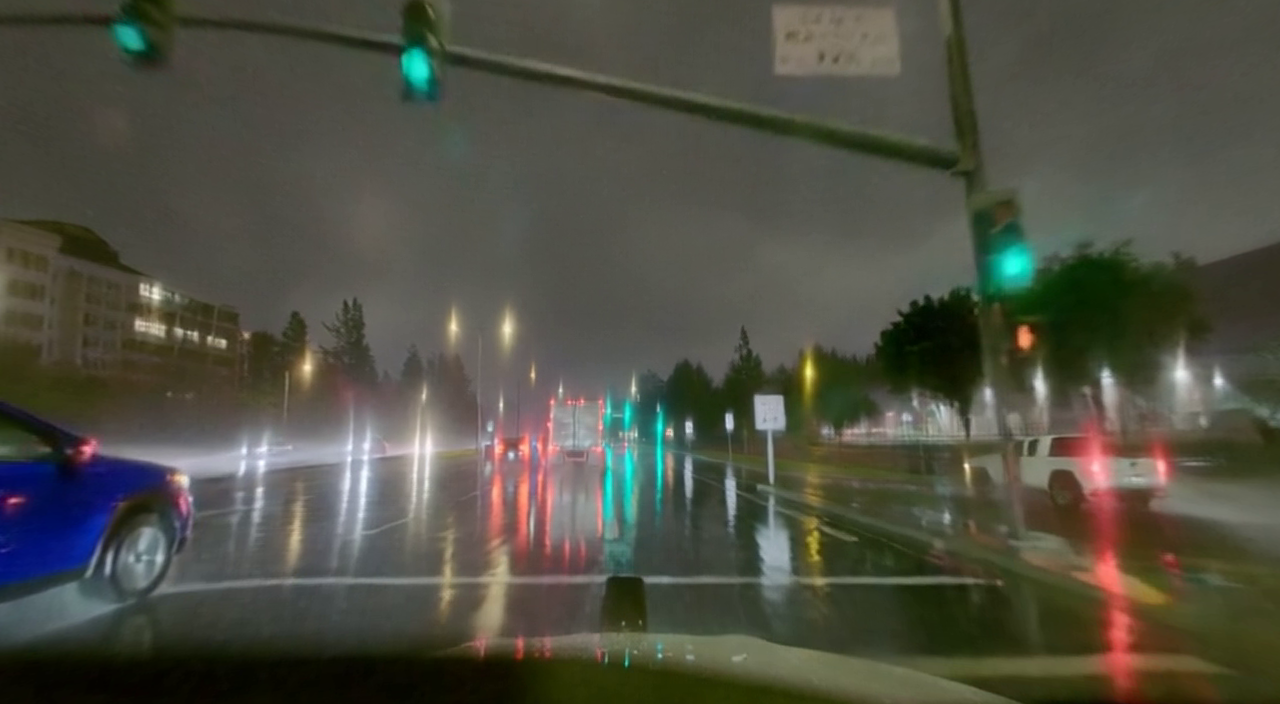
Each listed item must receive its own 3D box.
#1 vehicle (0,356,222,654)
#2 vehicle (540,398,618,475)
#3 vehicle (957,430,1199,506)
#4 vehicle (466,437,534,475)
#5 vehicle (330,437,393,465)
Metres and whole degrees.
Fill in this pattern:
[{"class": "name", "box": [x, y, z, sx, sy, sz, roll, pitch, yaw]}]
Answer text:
[{"class": "vehicle", "box": [-5.043, 0.884, 3.453, 2.178, 1.826, 4.933, 0, -9, -2]}, {"class": "vehicle", "box": [-2.565, 3.882, 28.555, 2.993, 3.051, 6.692, 0, -9, -1]}, {"class": "vehicle", "box": [11.316, 2.969, 16.556, 2.140, 1.685, 4.720, 7, -11, -39]}, {"class": "vehicle", "box": [-5.825, 4.385, 26.610, 2.023, 1.483, 4.143, 0, -9, -1]}, {"class": "vehicle", "box": [-16.369, 5.845, 37.145, 2.026, 1.523, 4.584, 1, -9, -6]}]
